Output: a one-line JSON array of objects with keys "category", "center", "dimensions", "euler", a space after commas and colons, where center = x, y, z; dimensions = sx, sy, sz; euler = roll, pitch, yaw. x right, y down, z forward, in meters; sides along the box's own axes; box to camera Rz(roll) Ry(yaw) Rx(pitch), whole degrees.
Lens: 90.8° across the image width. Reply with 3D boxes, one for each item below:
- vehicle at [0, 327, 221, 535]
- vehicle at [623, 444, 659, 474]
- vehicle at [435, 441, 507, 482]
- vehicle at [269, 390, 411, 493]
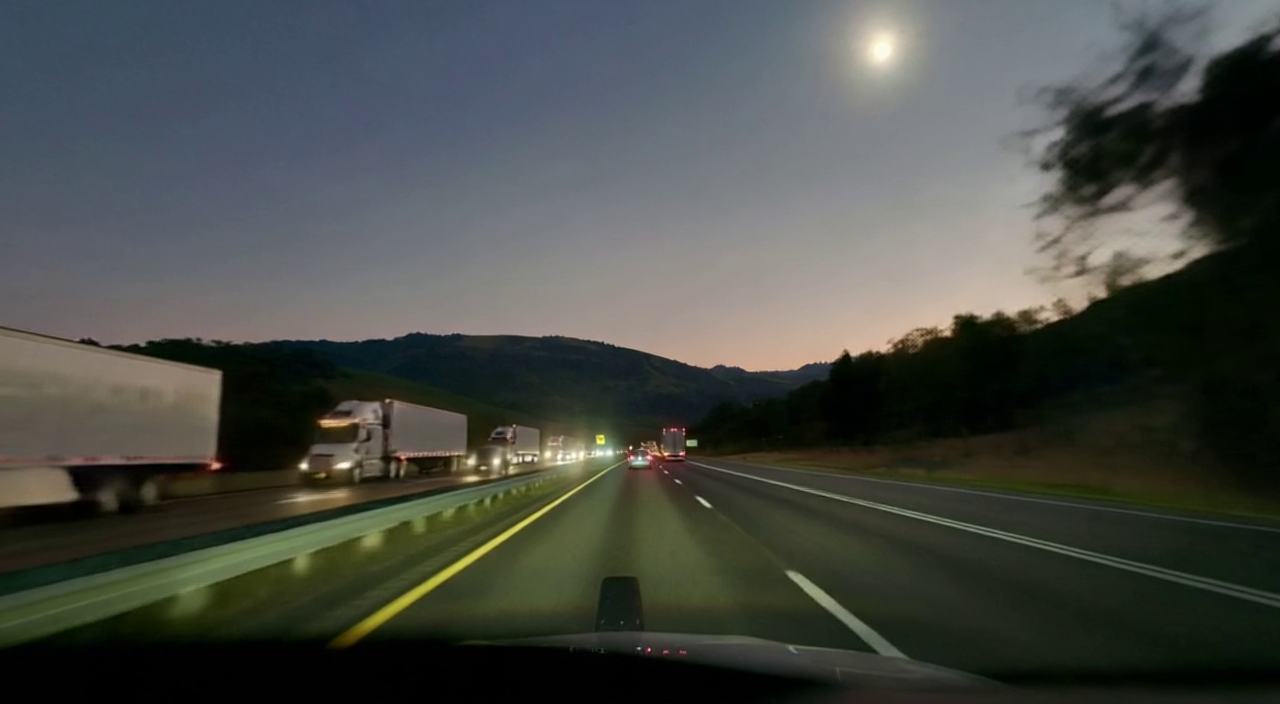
[{"category": "vehicle", "center": [-14.022, 1.376, 11.247], "dimensions": [2.829, 4.048, 14.297], "euler": [0, -9, 2]}, {"category": "vehicle", "center": [0.040, 6.550, 38.880], "dimensions": [2.137, 1.689, 4.051], "euler": [0, -9, -1]}, {"category": "vehicle", "center": [-8.530, 5.570, 32.402], "dimensions": [2.292, 1.917, 5.174], "euler": [0, -9, -1]}, {"category": "vehicle", "center": [-12.729, 3.930, 27.591], "dimensions": [3.002, 3.963, 6.351], "euler": [0, -9, -1]}]
